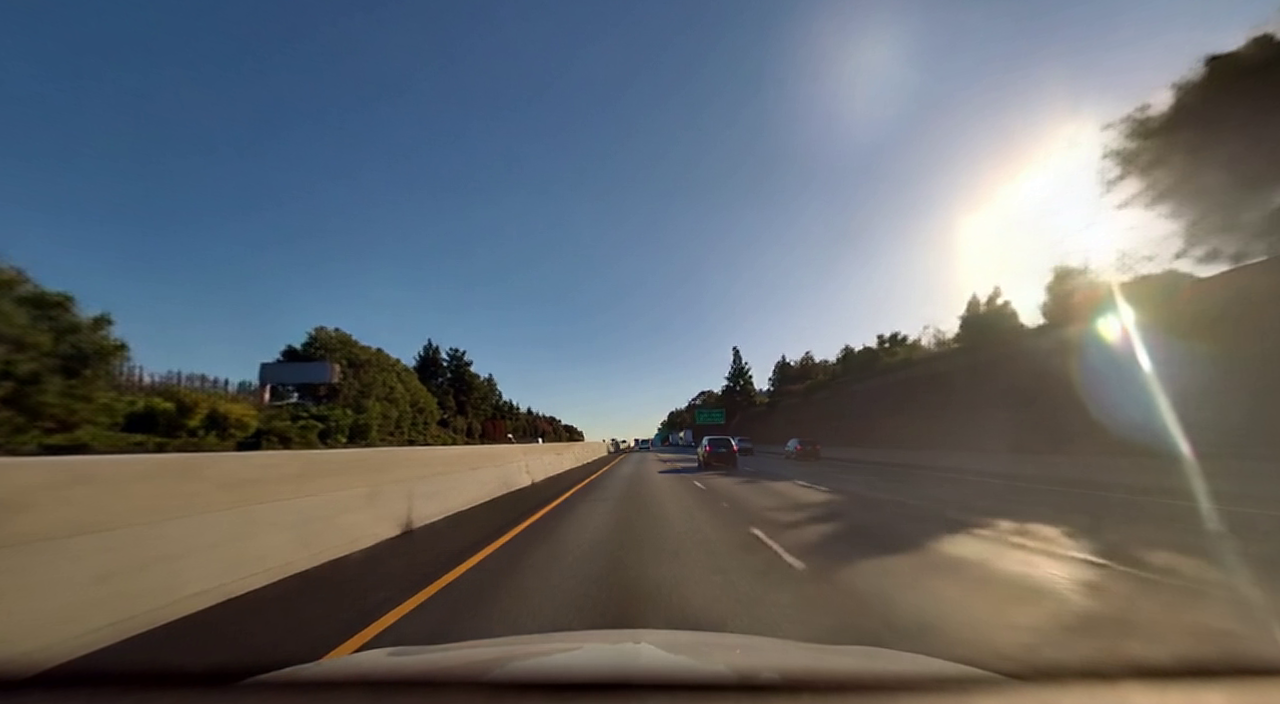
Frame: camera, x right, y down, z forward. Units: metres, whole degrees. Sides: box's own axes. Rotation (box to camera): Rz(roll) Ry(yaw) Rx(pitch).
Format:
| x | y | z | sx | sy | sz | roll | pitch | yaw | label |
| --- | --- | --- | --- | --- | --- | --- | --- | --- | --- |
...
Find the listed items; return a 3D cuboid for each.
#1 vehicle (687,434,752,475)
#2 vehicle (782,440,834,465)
| x | y | z | sx | sy | sz | roll | pitch | yaw | label |
| --- | --- | --- | --- | --- | --- | --- | --- | --- | --- |
| 3.436 | 4.541 | 28.111 | 2.326 | 1.644 | 4.206 | 0 | -8 | -1 | vehicle |
| 10.365 | 6.217 | 39.211 | 1.970 | 1.479 | 4.480 | 0 | -8 | -1 | vehicle |
